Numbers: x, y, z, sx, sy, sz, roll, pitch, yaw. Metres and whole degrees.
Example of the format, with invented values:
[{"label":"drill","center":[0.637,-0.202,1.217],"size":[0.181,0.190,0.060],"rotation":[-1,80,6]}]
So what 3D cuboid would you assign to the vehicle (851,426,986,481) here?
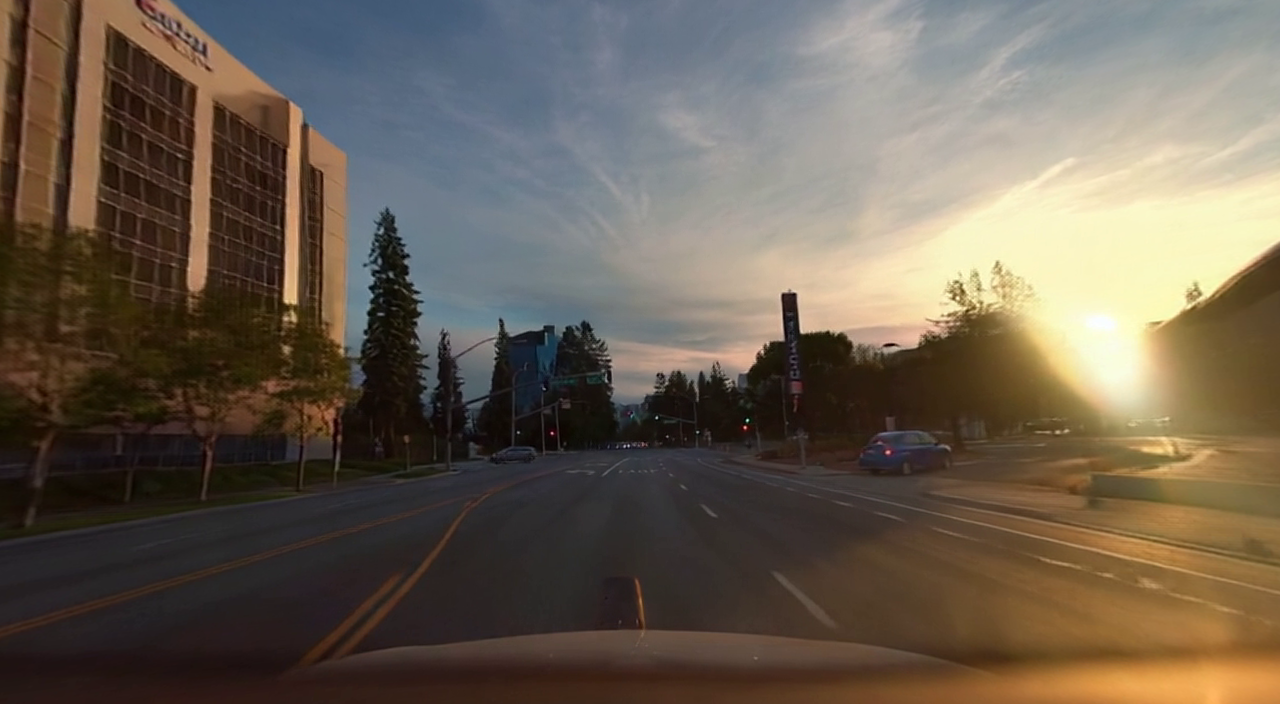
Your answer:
[{"label":"vehicle","center":[10.222,3.697,23.043],"size":[4.635,1.821,2.087],"rotation":[5,-10,-30]}]
